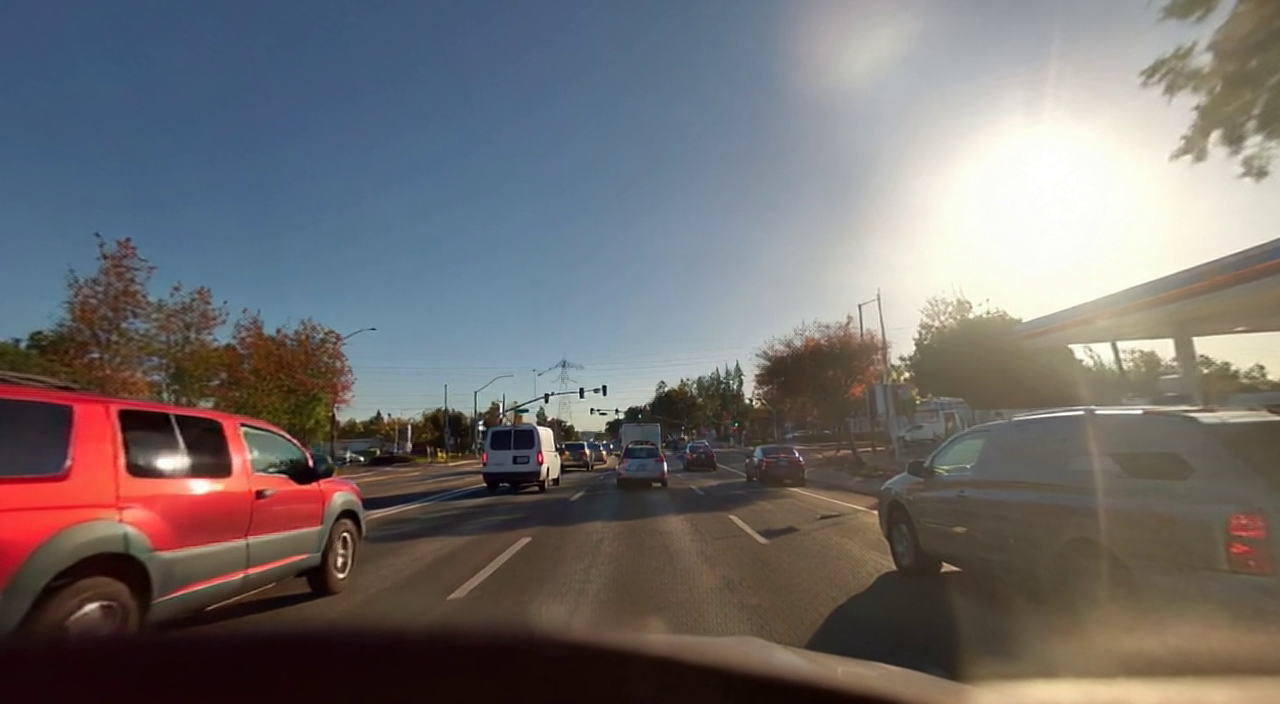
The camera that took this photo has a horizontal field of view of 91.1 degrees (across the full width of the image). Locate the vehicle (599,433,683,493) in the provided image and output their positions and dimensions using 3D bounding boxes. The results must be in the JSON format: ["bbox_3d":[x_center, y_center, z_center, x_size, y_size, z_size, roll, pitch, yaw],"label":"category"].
[{"bbox_3d":[0.049,3.621,20.947,2.426,1.703,5.602,0,-8,0],"label":"vehicle"}]

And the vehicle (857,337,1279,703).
[{"bbox_3d":[3.602,1.170,4.893,2.055,1.786,4.817,0,-8,0],"label":"vehicle"}]

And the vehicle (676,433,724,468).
[{"bbox_3d":[3.315,5.594,35.768,2.193,1.795,5.130,0,-8,0],"label":"vehicle"}]

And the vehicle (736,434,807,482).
[{"bbox_3d":[5.031,4.124,24.712,2.119,1.696,4.623,-1,-8,4],"label":"vehicle"}]

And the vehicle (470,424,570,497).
[{"bbox_3d":[-3.510,3.293,19.479,2.025,1.936,4.995,0,-8,1],"label":"vehicle"}]

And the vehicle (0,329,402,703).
[{"bbox_3d":[-3.498,0.989,3.806,2.002,1.747,5.173,0,-8,1],"label":"vehicle"}]
